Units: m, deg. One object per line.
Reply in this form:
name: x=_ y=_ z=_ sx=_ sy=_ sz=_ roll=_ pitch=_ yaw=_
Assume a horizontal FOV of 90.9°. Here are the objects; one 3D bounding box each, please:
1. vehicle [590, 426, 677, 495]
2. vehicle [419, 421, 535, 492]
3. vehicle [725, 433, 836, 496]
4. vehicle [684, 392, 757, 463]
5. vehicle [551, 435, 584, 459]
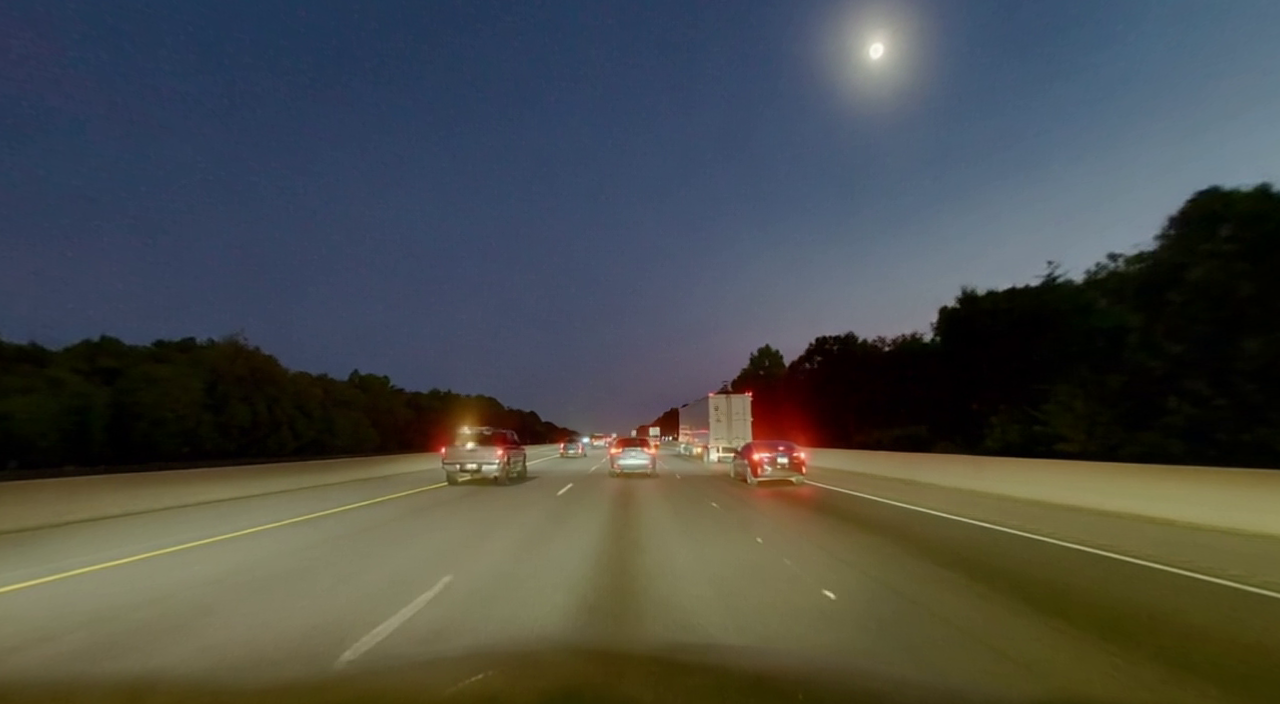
vehicle: x=-0.203 y=2.879 z=17.102 sx=2.083 sy=1.647 sz=3.799 roll=0 pitch=-8 yaw=-1
vehicle: x=-4.541 y=2.972 z=18.389 sx=2.101 sy=1.767 sz=4.702 roll=0 pitch=-8 yaw=0
vehicle: x=3.634 y=2.960 z=17.061 sx=1.951 sy=1.477 sz=3.963 roll=0 pitch=-8 yaw=-2
vehicle: x=5.189 y=5.388 z=43.949 sx=2.888 sy=4.135 sz=14.071 roll=0 pitch=-8 yaw=-2
vehicle: x=-5.417 y=7.104 z=47.296 sx=1.971 sy=1.648 sz=3.983 roll=0 pitch=-8 yaw=0
